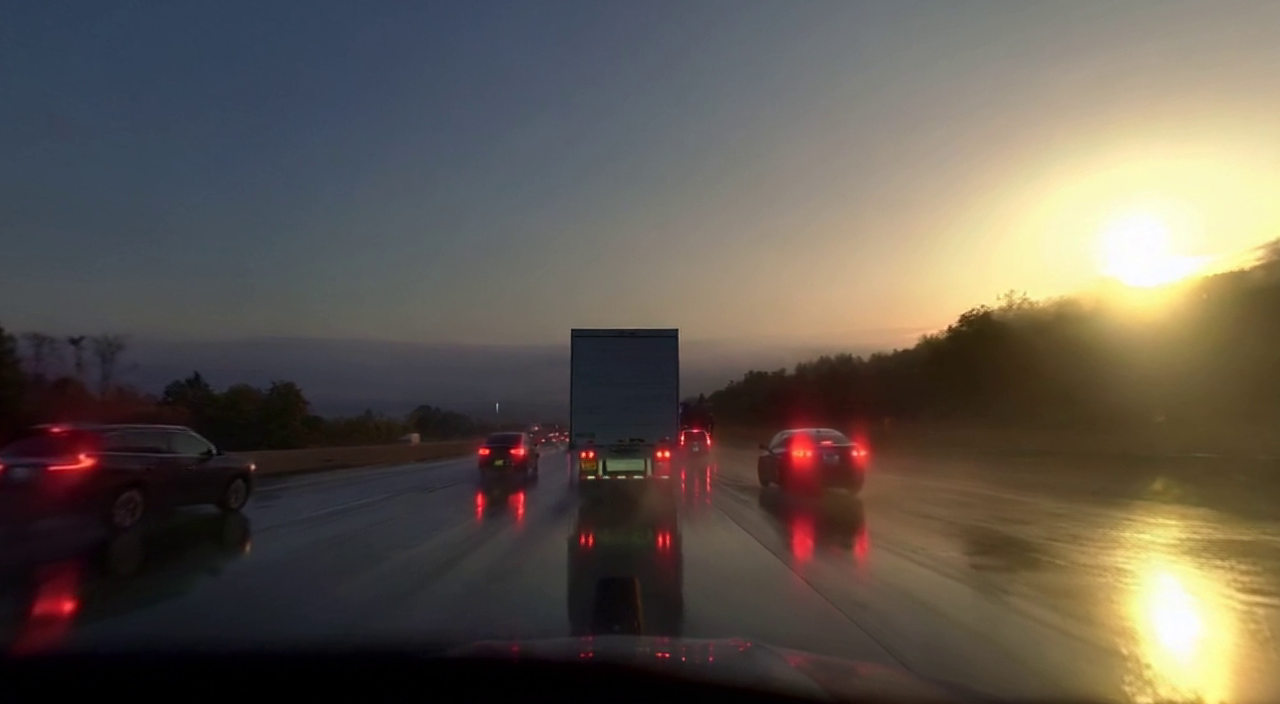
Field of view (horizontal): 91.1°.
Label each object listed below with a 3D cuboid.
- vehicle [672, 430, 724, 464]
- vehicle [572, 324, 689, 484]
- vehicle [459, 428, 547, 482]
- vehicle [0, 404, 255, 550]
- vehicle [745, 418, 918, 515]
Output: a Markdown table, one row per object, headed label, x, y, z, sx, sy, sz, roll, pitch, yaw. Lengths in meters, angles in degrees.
| label | x | y | z | sx | sy | sz | roll | pitch | yaw |
| --- | --- | --- | --- | --- | --- | --- | --- | --- | --- |
| vehicle | 2.695 | 4.532 | 30.176 | 1.976 | 1.513 | 4.065 | 0 | -8 | -2 |
| vehicle | -0.411 | 1.950 | 20.912 | 2.938 | 4.033 | 9.980 | 0 | -8 | -2 |
| vehicle | -4.122 | 3.141 | 19.478 | 1.882 | 1.493 | 3.828 | 0 | -8 | 0 |
| vehicle | -7.933 | 1.704 | 9.259 | 1.944 | 1.653 | 4.097 | 0 | -8 | -1 |
| vehicle | 3.414 | 2.109 | 12.141 | 1.945 | 1.529 | 4.129 | 0 | -8 | -1 |
